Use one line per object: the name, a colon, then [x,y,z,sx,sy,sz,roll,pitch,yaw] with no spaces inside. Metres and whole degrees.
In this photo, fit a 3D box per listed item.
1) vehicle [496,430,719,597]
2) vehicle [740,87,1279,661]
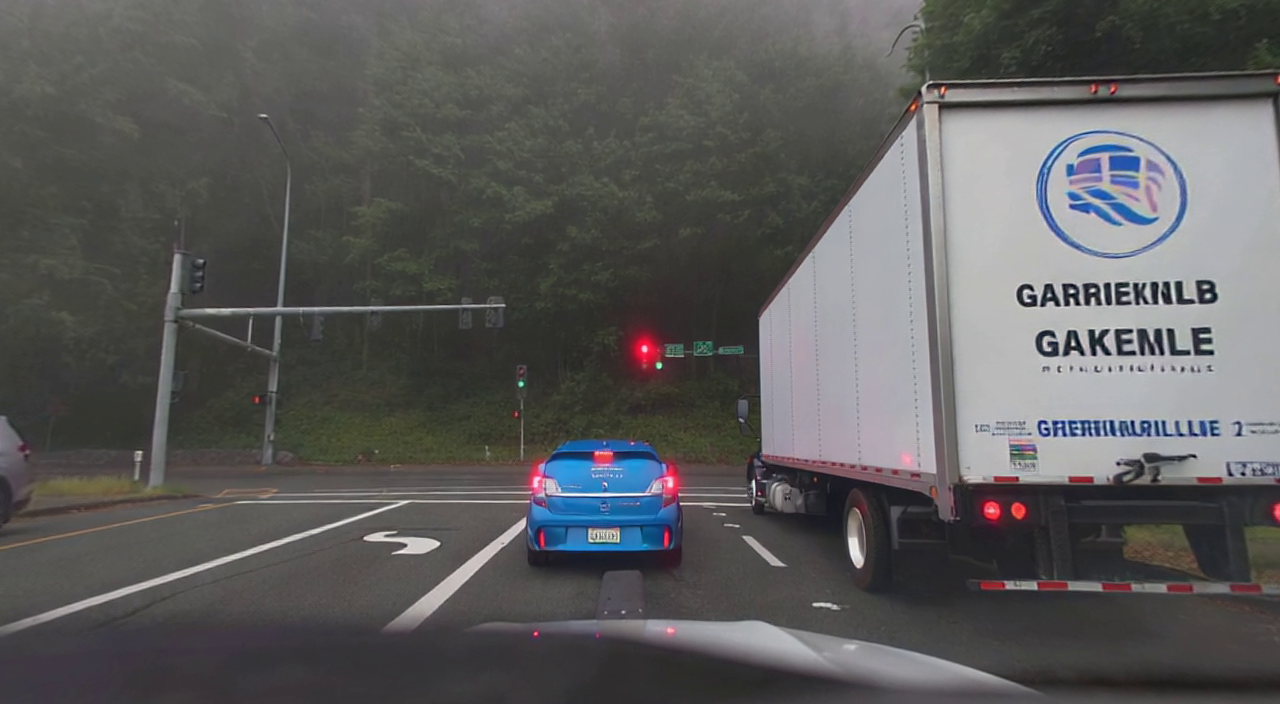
vehicle: [-0.322,1.706,7.423,1.975,1.457,3.526,0,-9,-1]
vehicle: [3.552,0.767,8.939,2.884,3.753,9.763,0,-9,2]
